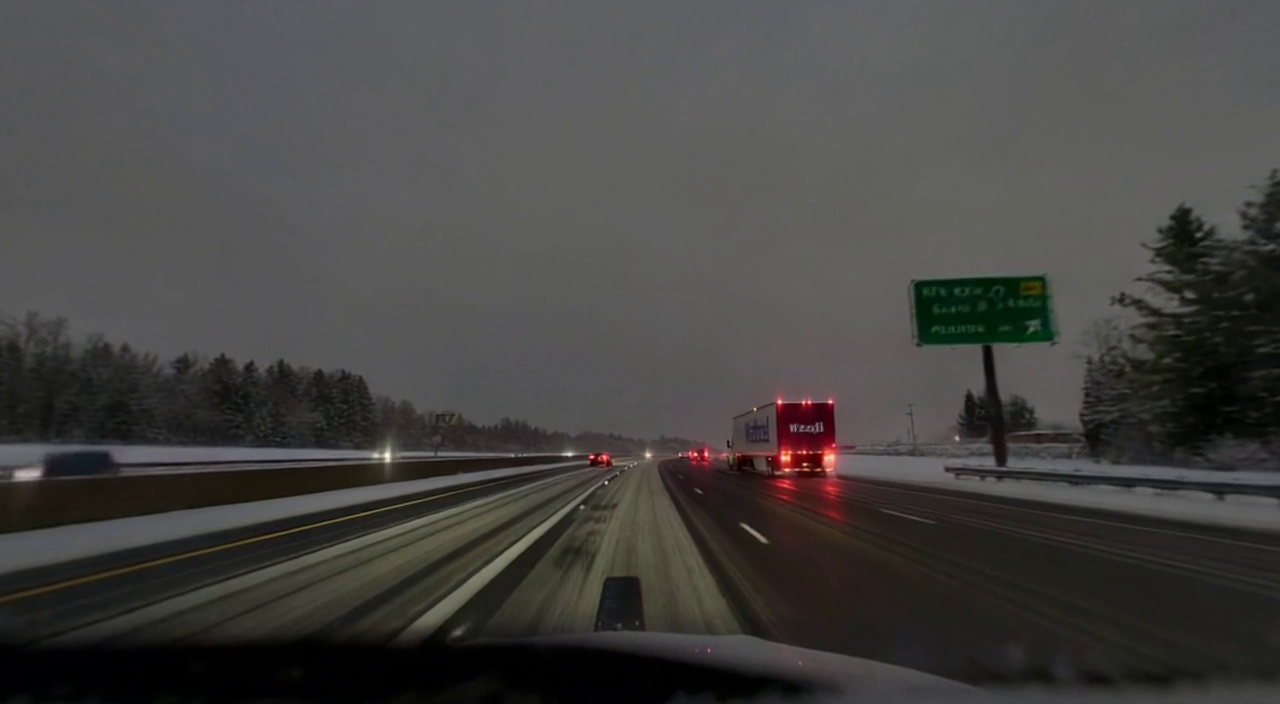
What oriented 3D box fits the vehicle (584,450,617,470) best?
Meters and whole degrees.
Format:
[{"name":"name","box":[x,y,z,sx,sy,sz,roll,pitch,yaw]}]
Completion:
[{"name":"vehicle","box":[-3.052,8.446,49.412,2.164,1.507,4.748,0,-9,1]}]

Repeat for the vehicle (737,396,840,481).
[{"name":"vehicle","box":[8.470,5.425,38.654,2.912,4.143,15.538,0,-9,1]}]

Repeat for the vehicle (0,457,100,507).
[{"name":"vehicle","box":[-24.808,5.122,25.090,2.007,1.759,4.906,0,-9,3]}]
